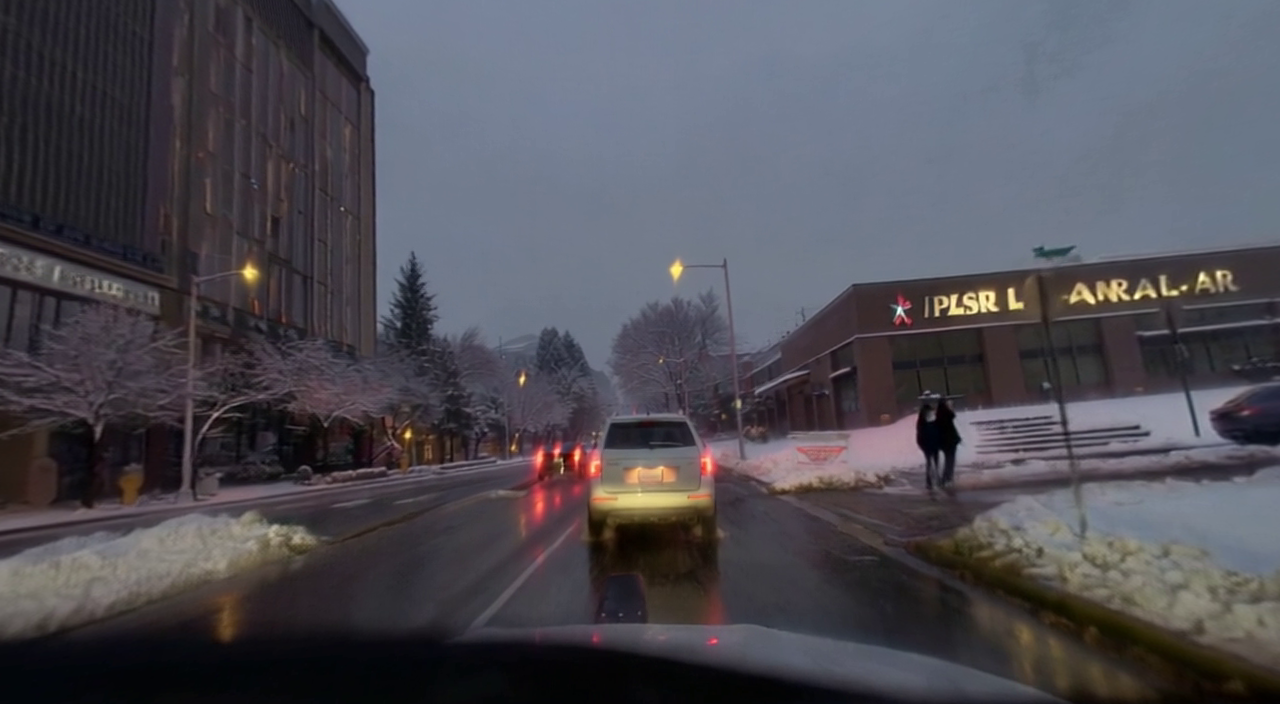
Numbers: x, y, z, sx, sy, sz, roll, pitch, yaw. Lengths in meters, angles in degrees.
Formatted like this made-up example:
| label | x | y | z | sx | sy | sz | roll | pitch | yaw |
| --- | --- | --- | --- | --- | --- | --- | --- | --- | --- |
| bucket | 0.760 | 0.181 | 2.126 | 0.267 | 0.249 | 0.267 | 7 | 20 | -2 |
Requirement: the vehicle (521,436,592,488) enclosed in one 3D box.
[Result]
| label | x | y | z | sx | sy | sz | roll | pitch | yaw |
| --- | --- | --- | --- | --- | --- | --- | --- | --- | --- |
| vehicle | -2.930 | 3.950 | 23.100 | 2.023 | 1.702 | 4.152 | 0 | -8 | 0 |

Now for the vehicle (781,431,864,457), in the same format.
| label | x | y | z | sx | sy | sz | roll | pitch | yaw |
| --- | --- | --- | --- | --- | --- | --- | --- | --- | --- |
| vehicle | 10.825 | 5.492 | 37.738 | 4.426 | 1.490 | 1.862 | -1 | -8 | 3 |

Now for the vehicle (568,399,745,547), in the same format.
| label | x | y | z | sx | sy | sz | roll | pitch | yaw |
| --- | --- | --- | --- | --- | --- | --- | --- | --- | --- |
| vehicle | 0.198 | 1.967 | 10.883 | 2.352 | 1.953 | 4.796 | 0 | -8 | -1 |
